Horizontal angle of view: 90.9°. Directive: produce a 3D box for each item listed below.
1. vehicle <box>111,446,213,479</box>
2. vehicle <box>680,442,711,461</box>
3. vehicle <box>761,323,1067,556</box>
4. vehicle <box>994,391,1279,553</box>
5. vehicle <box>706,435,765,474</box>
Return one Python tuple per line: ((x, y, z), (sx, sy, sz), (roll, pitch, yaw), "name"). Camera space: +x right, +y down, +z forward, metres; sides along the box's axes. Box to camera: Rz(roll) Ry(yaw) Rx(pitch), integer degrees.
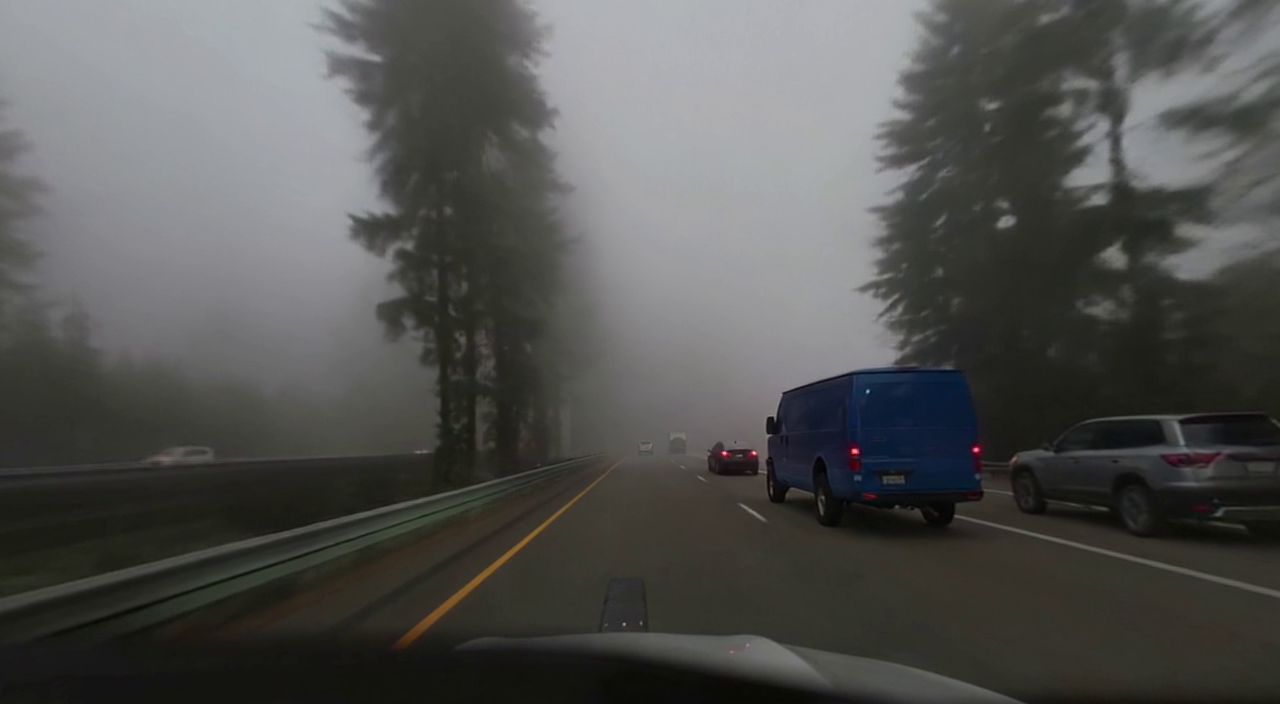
((-28.081, 6.457, 37.292), (2.108, 1.792, 4.957), (0, -8, 1), "vehicle")
((4.271, 7.752, 49.342), (2.050, 1.448, 4.123), (0, -8, 0), "vehicle")
((3.699, 1.417, 10.255), (2.302, 2.670, 5.912), (0, -8, 1), "vehicle")
((7.995, 1.752, 9.820), (2.212, 1.902, 4.654), (0, -8, 0), "vehicle")
((4.401, 4.787, 29.661), (2.034, 1.651, 4.342), (0, -8, -1), "vehicle")
